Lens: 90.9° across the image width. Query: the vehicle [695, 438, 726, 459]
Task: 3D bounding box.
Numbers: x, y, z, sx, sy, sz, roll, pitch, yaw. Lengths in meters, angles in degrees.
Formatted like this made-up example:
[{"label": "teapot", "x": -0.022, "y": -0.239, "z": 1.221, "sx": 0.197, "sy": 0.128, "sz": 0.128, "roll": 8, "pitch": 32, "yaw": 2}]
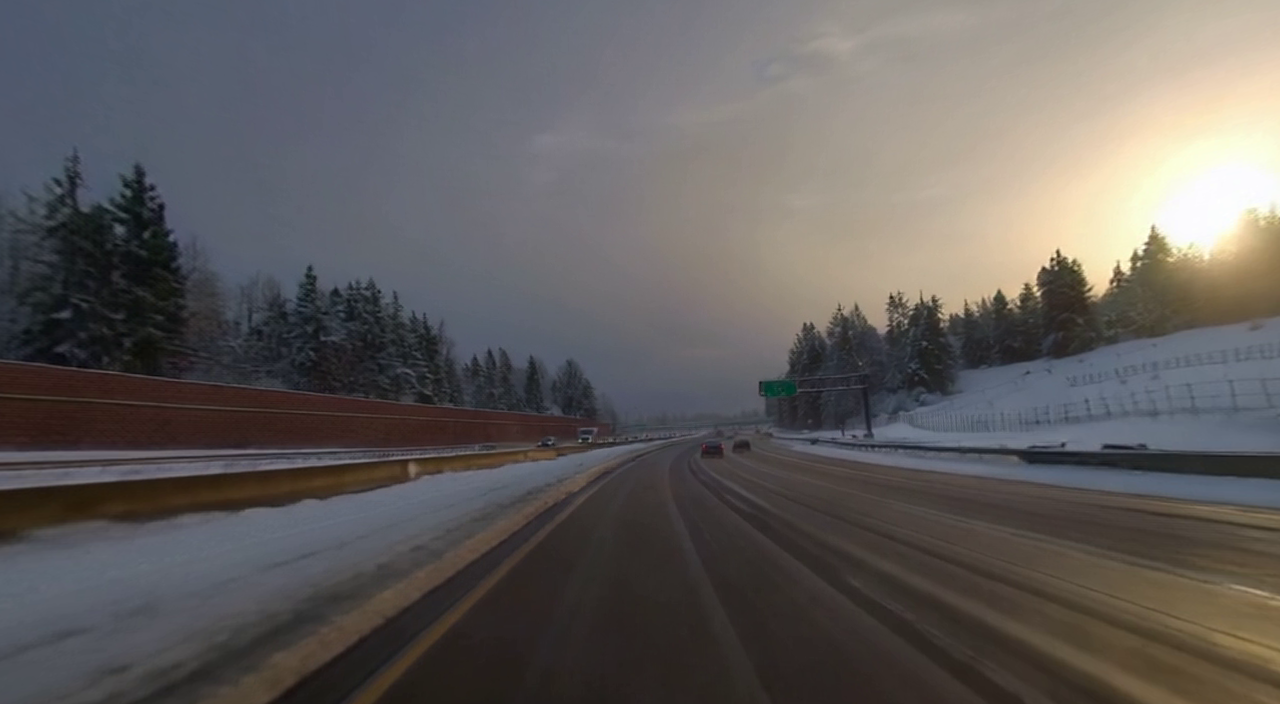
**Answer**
[{"label": "vehicle", "x": 5.082, "y": 7.022, "z": 46.073, "sx": 1.926, "sy": 1.477, "sz": 4.080, "roll": 0, "pitch": -8, "yaw": 2}]
